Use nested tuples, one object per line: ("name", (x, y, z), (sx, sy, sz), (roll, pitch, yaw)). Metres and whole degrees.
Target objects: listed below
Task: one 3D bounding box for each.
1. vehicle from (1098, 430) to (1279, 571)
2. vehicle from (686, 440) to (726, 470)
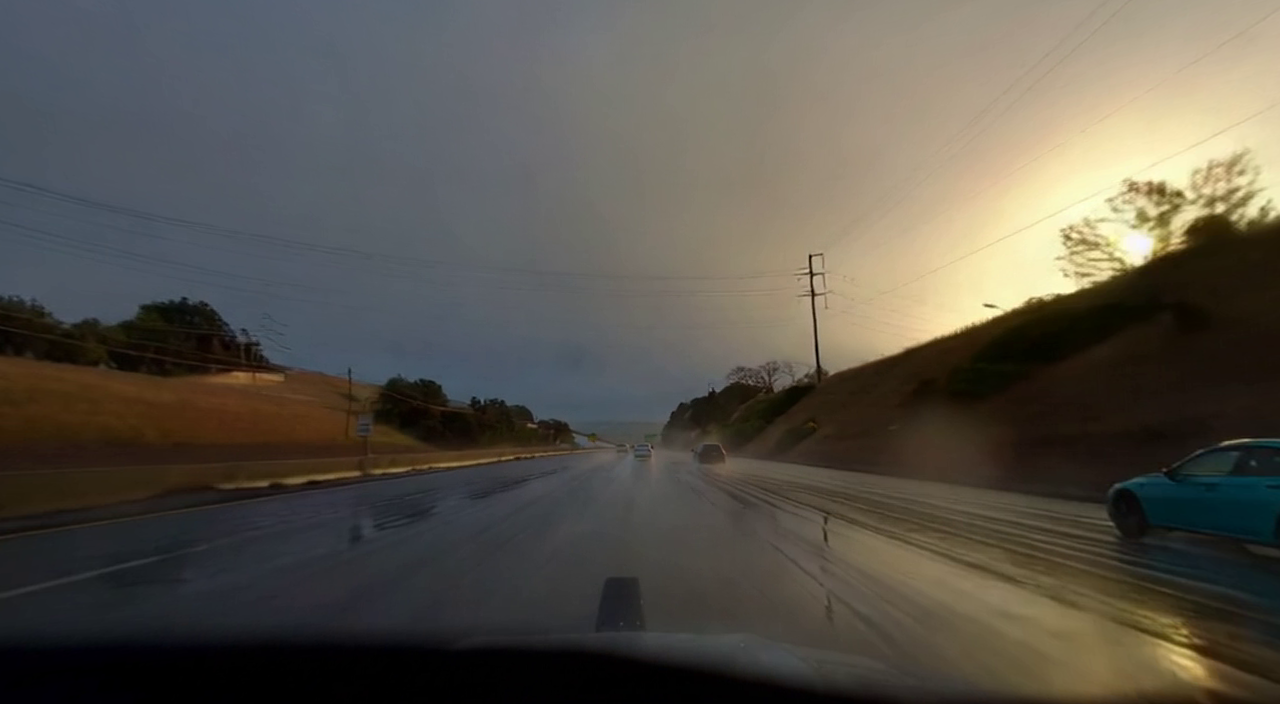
("vehicle", (8.097, 1.706, 7.300), (1.970, 1.545, 4.818), (0, -8, 0))
("vehicle", (4.076, 6.463, 39.765), (2.159, 1.782, 4.673), (0, -8, 2))
